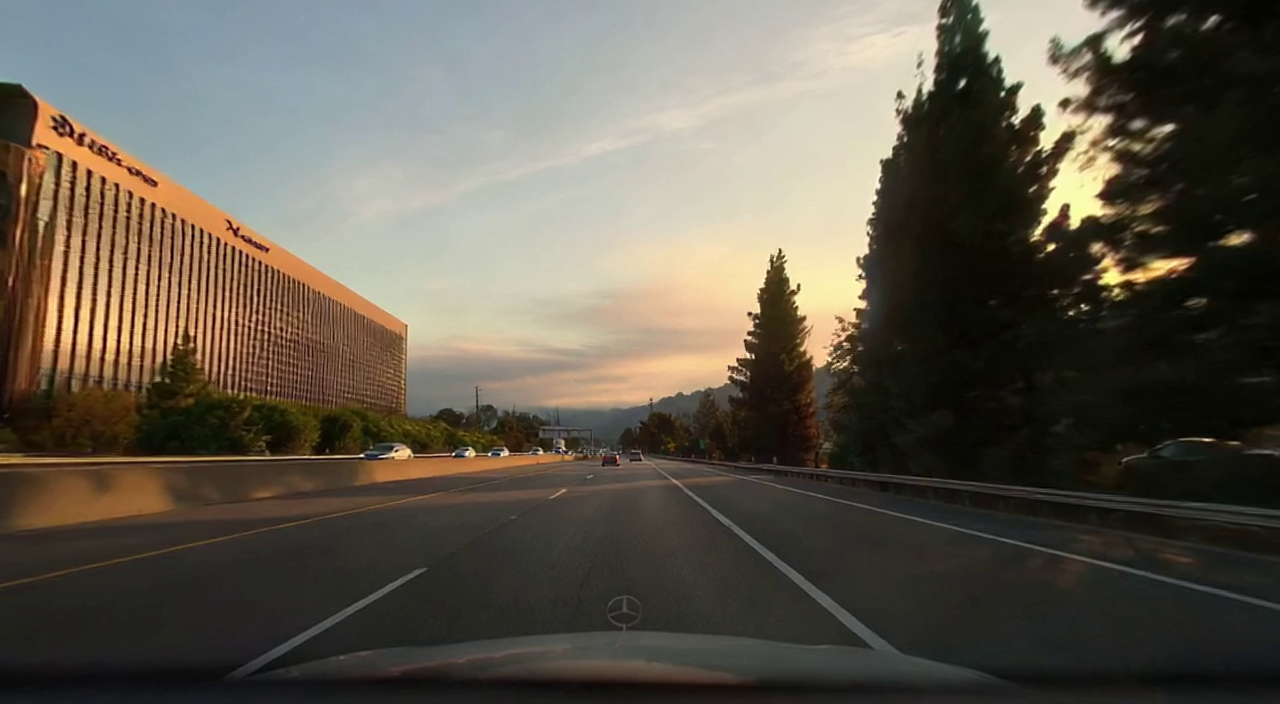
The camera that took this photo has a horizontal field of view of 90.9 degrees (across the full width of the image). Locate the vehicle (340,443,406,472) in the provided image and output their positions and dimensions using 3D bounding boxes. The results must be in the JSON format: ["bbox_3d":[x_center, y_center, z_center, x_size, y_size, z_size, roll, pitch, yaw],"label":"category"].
[{"bbox_3d":[-14.871,5.907,35.311,1.945,1.509,3.839,0,-9,0],"label":"vehicle"}]

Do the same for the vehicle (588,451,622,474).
[{"bbox_3d":[-2.365,7.570,43.445,2.011,1.468,3.883,0,-9,1],"label":"vehicle"}]

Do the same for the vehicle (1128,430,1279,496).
[{"bbox_3d":[31.015,5.965,34.346,2.664,3.200,7.119,0,-9,-4],"label":"vehicle"}]
